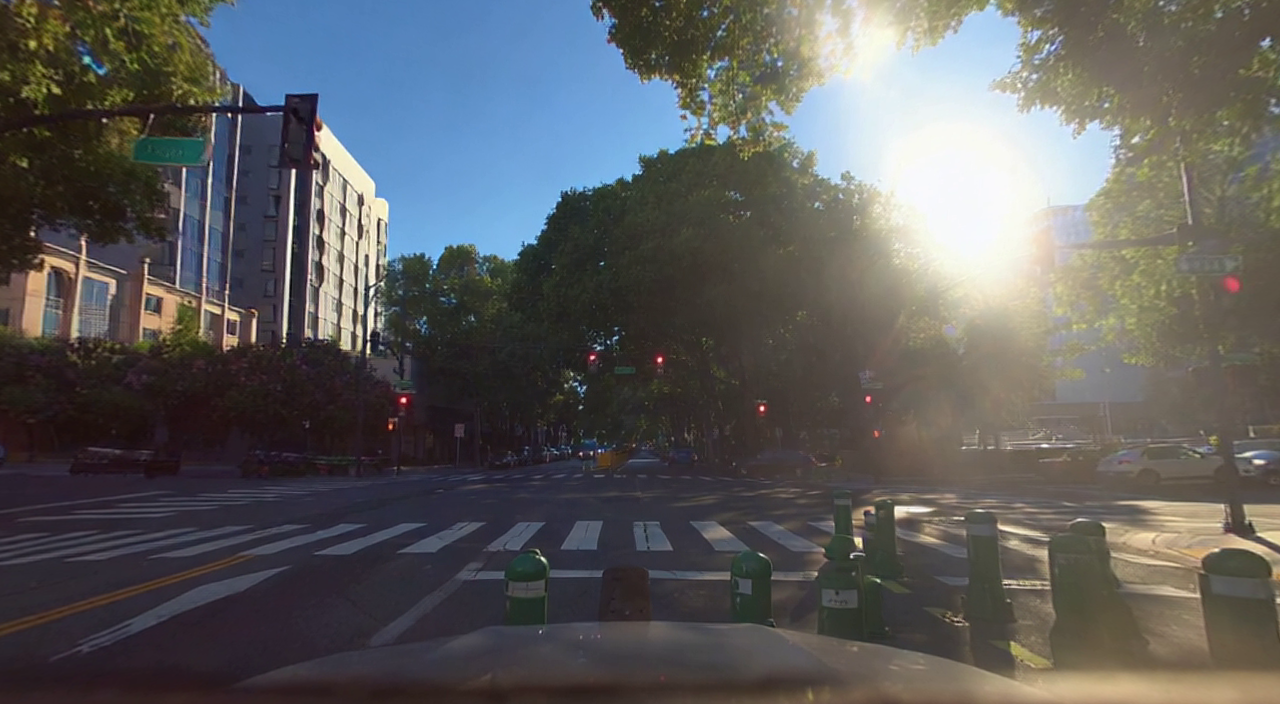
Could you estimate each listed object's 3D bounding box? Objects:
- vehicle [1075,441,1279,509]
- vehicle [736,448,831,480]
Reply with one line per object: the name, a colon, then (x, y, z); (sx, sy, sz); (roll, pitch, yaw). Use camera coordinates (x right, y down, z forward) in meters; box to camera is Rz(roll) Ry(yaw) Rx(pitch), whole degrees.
vehicle: (12.997, 2.787, 14.556); (4.424, 1.436, 1.804); (-1, -8, 5)
vehicle: (7.367, 5.725, 32.475); (4.368, 1.522, 1.972); (-5, -9, 27)
